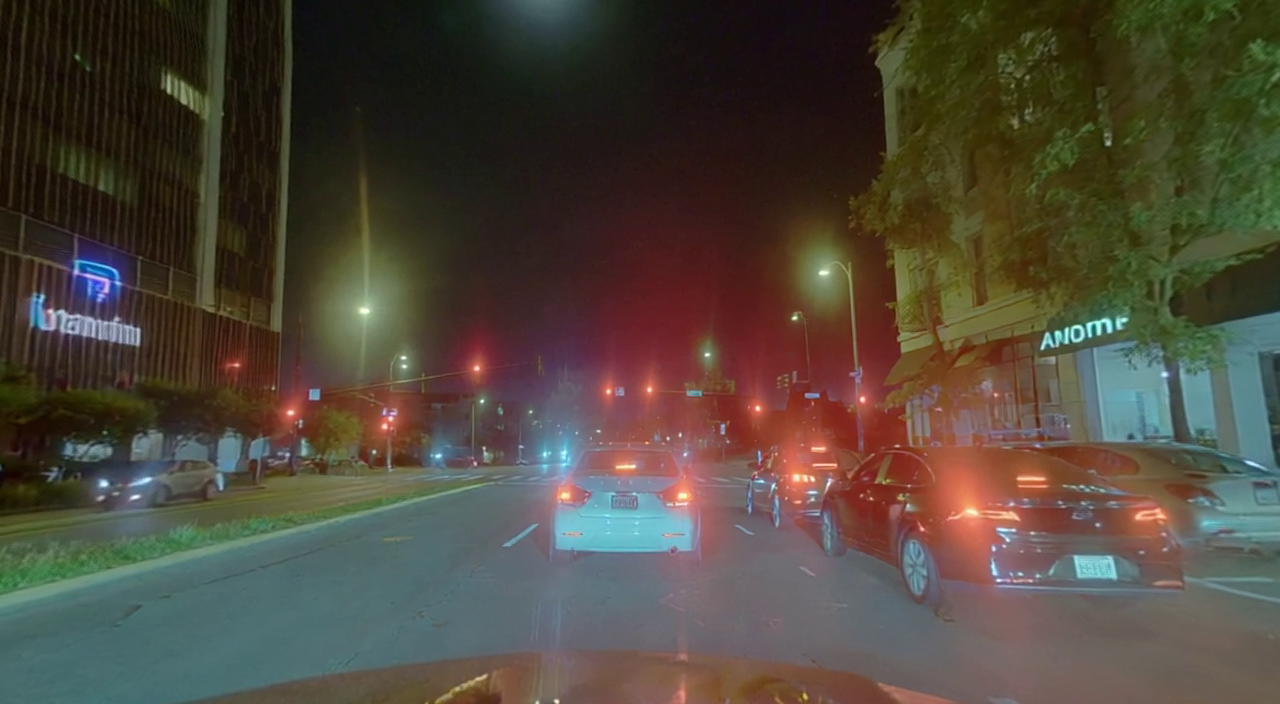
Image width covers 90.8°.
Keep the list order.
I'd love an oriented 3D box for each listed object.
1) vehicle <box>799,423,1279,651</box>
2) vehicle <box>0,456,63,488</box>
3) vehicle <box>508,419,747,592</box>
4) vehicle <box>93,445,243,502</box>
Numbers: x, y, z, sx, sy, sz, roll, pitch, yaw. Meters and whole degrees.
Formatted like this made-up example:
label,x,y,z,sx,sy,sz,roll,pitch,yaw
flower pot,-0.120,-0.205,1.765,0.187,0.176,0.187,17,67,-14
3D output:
label,x,y,z,sx,sy,sz,roll,pitch,yaw
vehicle,3.208,1.543,6.436,1.912,1.454,4.537,0,-9,-1
vehicle,-31.734,5.992,31.560,1.913,1.531,4.000,-9,-12,43
vehicle,-0.142,1.667,7.684,2.118,1.512,4.013,0,-9,-1
vehicle,-15.103,3.860,20.556,1.933,1.614,4.042,0,-9,-4
